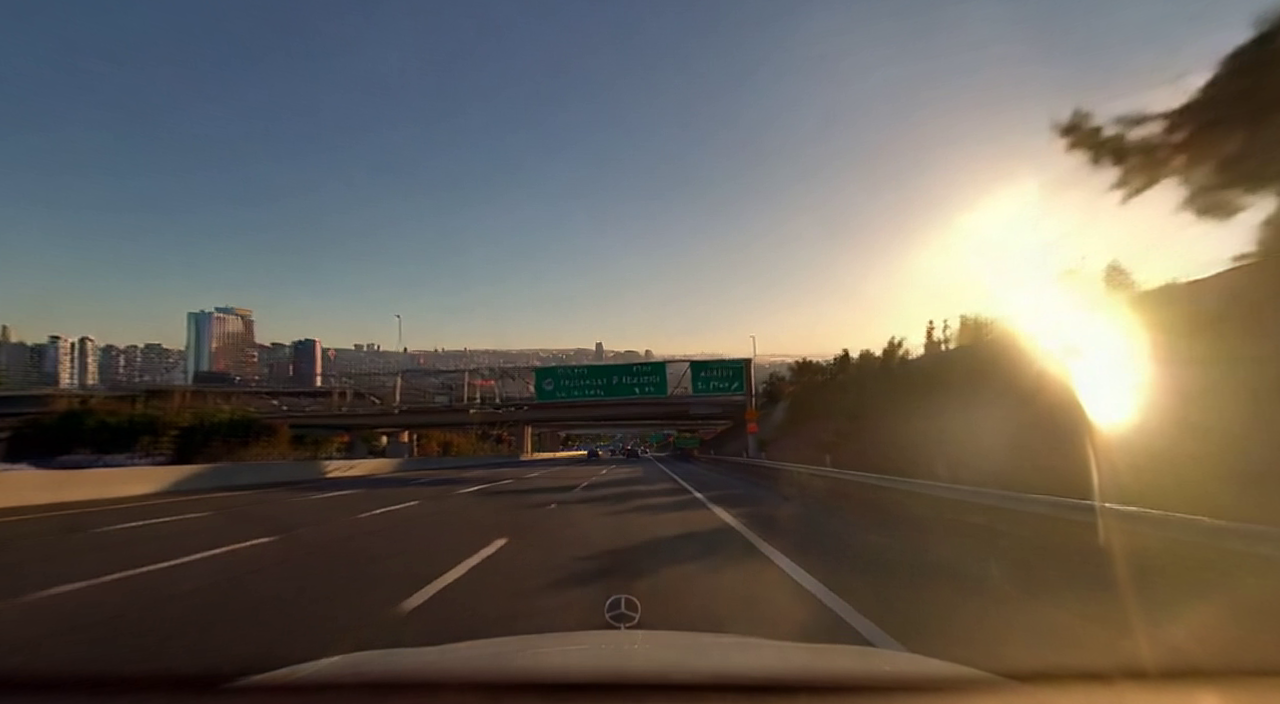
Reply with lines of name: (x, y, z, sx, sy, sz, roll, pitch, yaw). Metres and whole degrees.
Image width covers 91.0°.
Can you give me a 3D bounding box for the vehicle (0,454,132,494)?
vehicle: (-24.637, 5.193, 27.164, 1.837, 1.556, 4.241, 0, -9, 0)
